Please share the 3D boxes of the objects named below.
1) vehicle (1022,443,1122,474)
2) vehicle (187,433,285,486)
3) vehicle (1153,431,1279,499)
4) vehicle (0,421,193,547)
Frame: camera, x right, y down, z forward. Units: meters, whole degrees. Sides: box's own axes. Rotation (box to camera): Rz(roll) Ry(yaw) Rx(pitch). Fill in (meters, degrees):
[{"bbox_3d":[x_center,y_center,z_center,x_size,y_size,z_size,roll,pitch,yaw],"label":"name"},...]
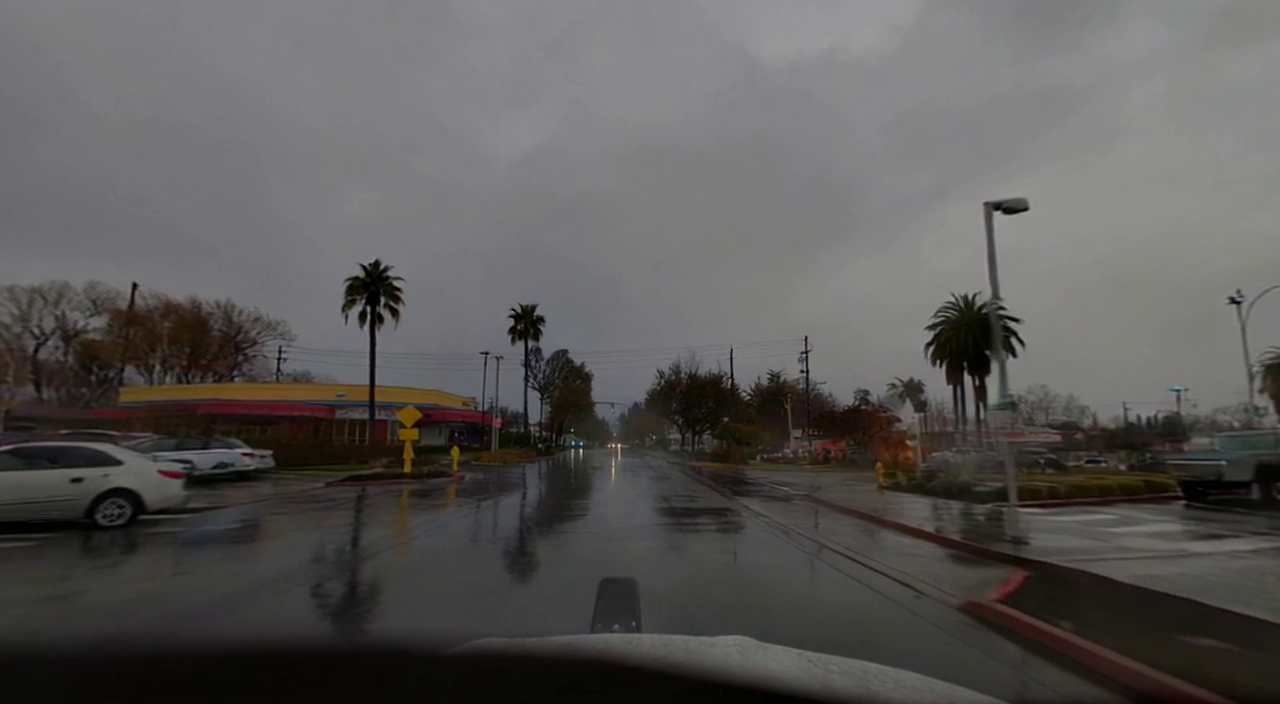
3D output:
[{"bbox_3d":[27.499,6.769,40.298,4.839,1.845,2.037,0,-8,-2],"label":"vehicle"},{"bbox_3d":[-12.789,3.429,20.318,1.860,1.485,4.641,4,-10,-23],"label":"vehicle"},{"bbox_3d":[17.447,3.048,17.263,2.043,1.721,4.722,2,-8,-27],"label":"vehicle"},{"bbox_3d":[-8.463,1.552,7.465,2.086,1.434,4.809,-3,-9,18],"label":"vehicle"}]
